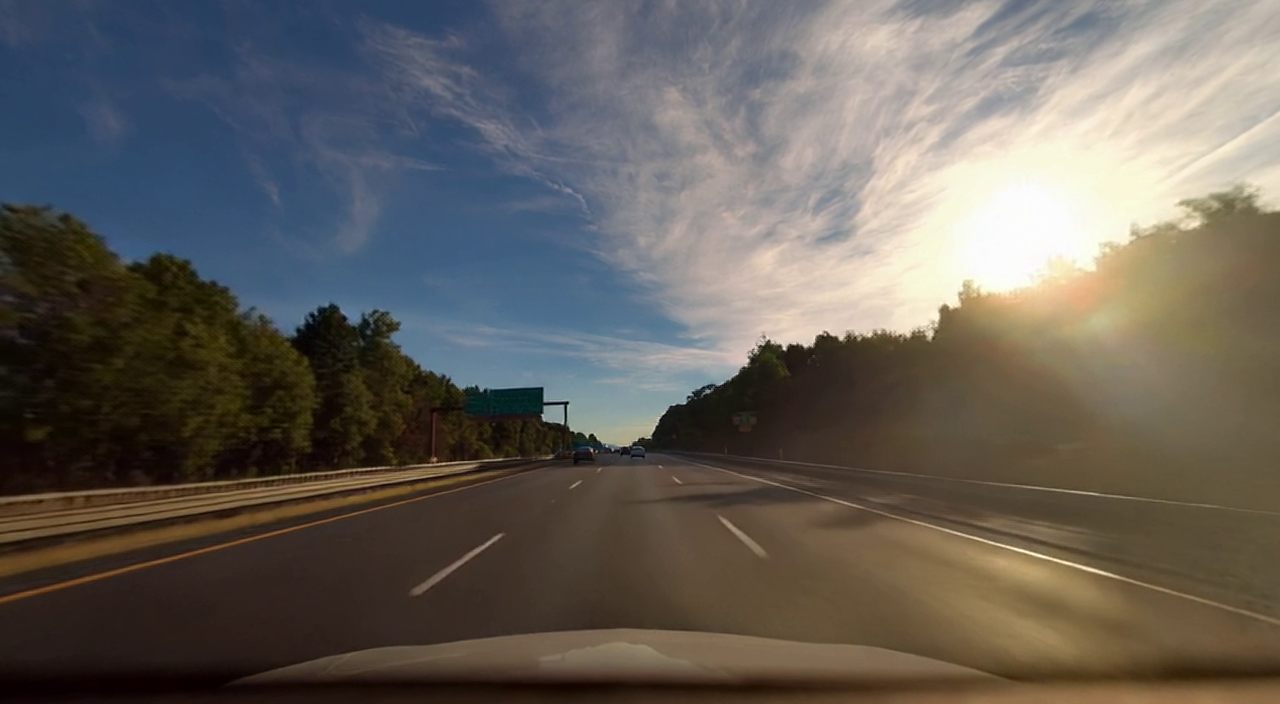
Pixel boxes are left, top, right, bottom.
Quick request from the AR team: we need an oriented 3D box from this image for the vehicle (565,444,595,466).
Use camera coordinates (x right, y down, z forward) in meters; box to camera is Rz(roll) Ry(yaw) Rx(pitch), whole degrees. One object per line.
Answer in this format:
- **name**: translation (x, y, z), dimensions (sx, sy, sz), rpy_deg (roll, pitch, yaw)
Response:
- **vehicle**: translation (-4.546, 7.904, 48.134), dimensions (1.958, 1.587, 4.801), rpy_deg (0, -9, -1)
